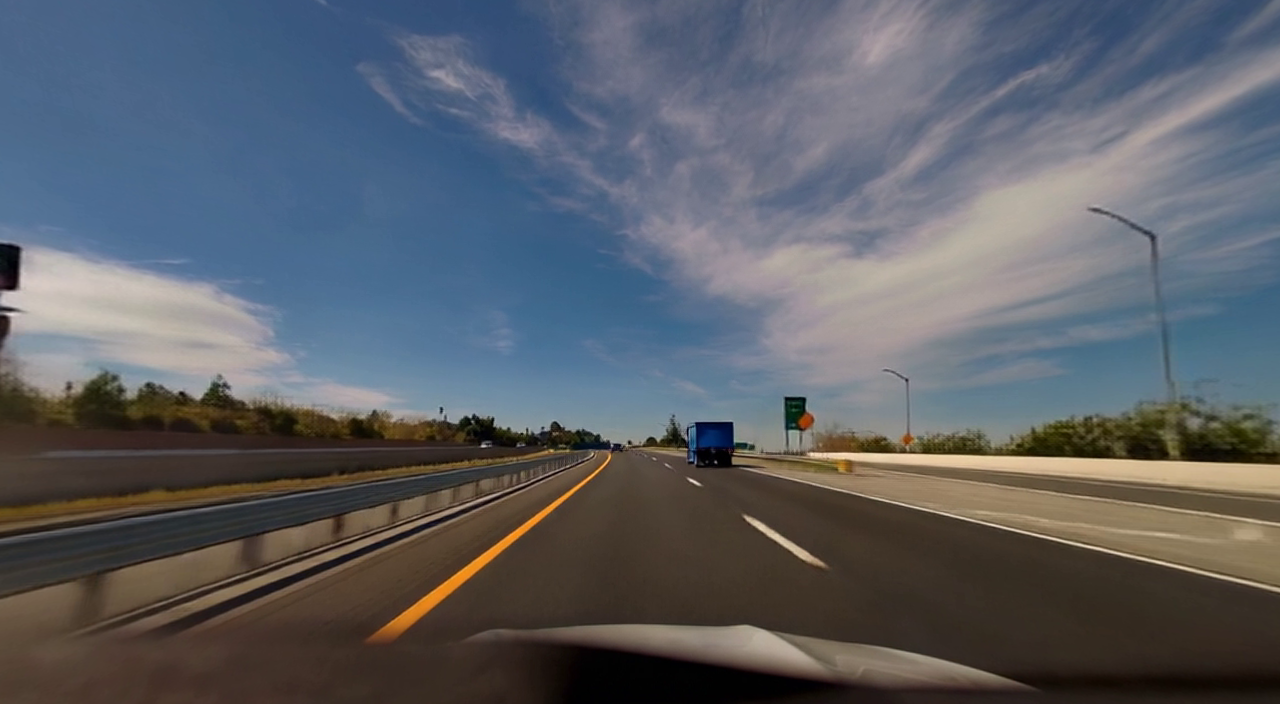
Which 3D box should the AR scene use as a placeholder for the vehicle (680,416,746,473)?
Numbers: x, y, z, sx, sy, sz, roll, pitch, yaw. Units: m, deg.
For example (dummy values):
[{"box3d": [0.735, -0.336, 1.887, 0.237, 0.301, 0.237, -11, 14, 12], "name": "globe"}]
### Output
[{"box3d": [3.471, 4.604, 31.368, 2.430, 2.495, 6.062, 0, -8, -1], "name": "vehicle"}]
